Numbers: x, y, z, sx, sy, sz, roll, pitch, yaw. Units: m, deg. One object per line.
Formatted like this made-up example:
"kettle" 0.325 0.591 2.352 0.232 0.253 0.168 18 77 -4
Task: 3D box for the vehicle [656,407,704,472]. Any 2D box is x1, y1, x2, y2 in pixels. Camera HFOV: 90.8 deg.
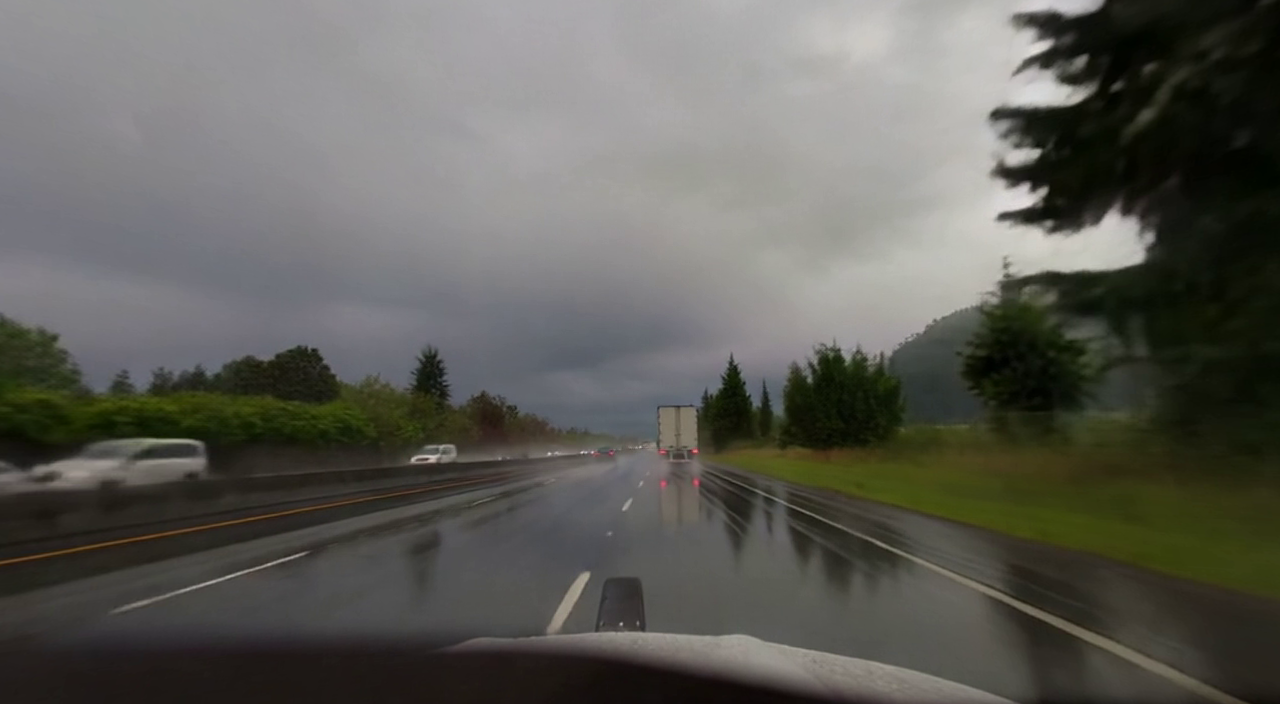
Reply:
"vehicle" 2.713 6.577 46.555 2.901 4.032 14.338 0 -9 2
